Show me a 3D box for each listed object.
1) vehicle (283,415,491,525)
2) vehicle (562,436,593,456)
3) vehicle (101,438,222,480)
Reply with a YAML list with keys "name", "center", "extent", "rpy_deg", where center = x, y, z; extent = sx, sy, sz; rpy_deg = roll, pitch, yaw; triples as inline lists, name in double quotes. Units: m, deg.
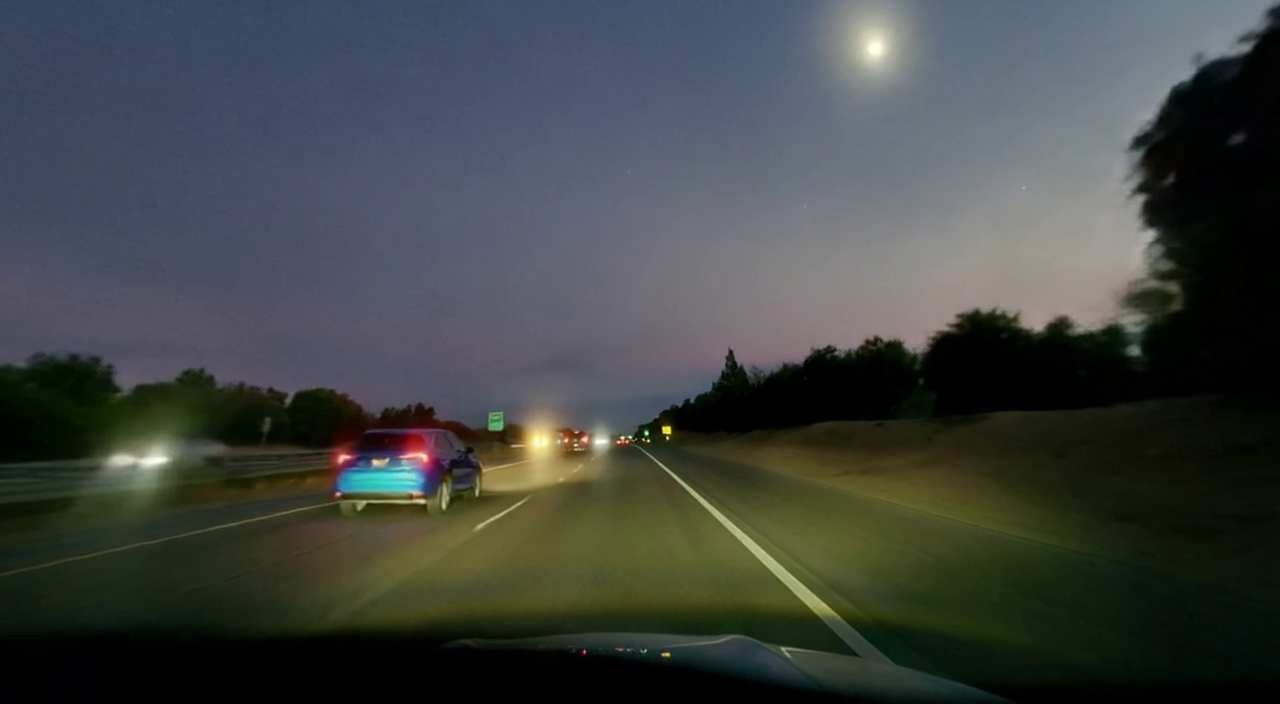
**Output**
- name: "vehicle"
  center: [-4.364, 2.082, 11.813]
  extent: [2.070, 1.647, 4.577]
  rpy_deg: [0, -8, -1]
- name: "vehicle"
  center: [-4.910, 7.421, 49.672]
  extent: [2.063, 1.496, 4.225]
  rpy_deg: [0, -8, -1]
- name: "vehicle"
  center: [-17.616, 3.931, 23.364]
  extent: [1.794, 1.408, 3.420]
  rpy_deg: [0, -8, -1]
